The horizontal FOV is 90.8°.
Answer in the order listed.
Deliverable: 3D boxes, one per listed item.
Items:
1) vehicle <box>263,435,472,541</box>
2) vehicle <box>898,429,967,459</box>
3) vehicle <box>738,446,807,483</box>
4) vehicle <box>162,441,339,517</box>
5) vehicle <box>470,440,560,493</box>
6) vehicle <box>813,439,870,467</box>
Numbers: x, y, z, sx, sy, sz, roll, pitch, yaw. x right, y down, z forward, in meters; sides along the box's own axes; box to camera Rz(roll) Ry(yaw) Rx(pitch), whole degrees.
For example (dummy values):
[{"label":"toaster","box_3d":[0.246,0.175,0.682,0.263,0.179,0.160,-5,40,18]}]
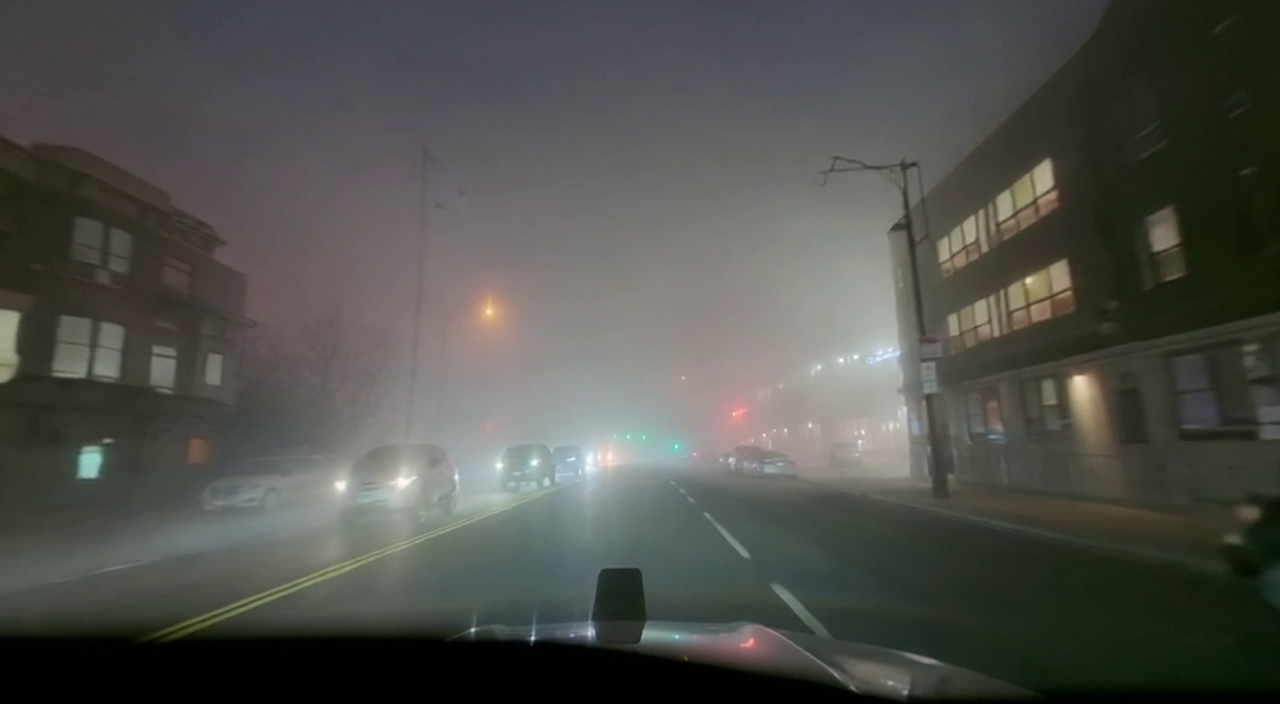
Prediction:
[{"label":"vehicle","box_3d":[-4.871,2.455,12.122,1.950,1.636,4.253,-1,-8,3]},{"label":"vehicle","box_3d":[17.374,5.509,37.814,1.908,1.680,4.434,0,-8,-1]},{"label":"vehicle","box_3d":[6.073,5.195,29.492,2.054,1.525,4.258,0,-8,-4]},{"label":"vehicle","box_3d":[-10.351,3.387,17.329,1.917,1.735,4.535,-2,-9,1]},{"label":"vehicle","box_3d":[-4.283,3.996,22.463,2.145,1.653,4.421,-1,-8,2]},{"label":"vehicle","box_3d":[11.830,5.956,37.460,1.866,1.506,4.934,-1,-8,2]}]
